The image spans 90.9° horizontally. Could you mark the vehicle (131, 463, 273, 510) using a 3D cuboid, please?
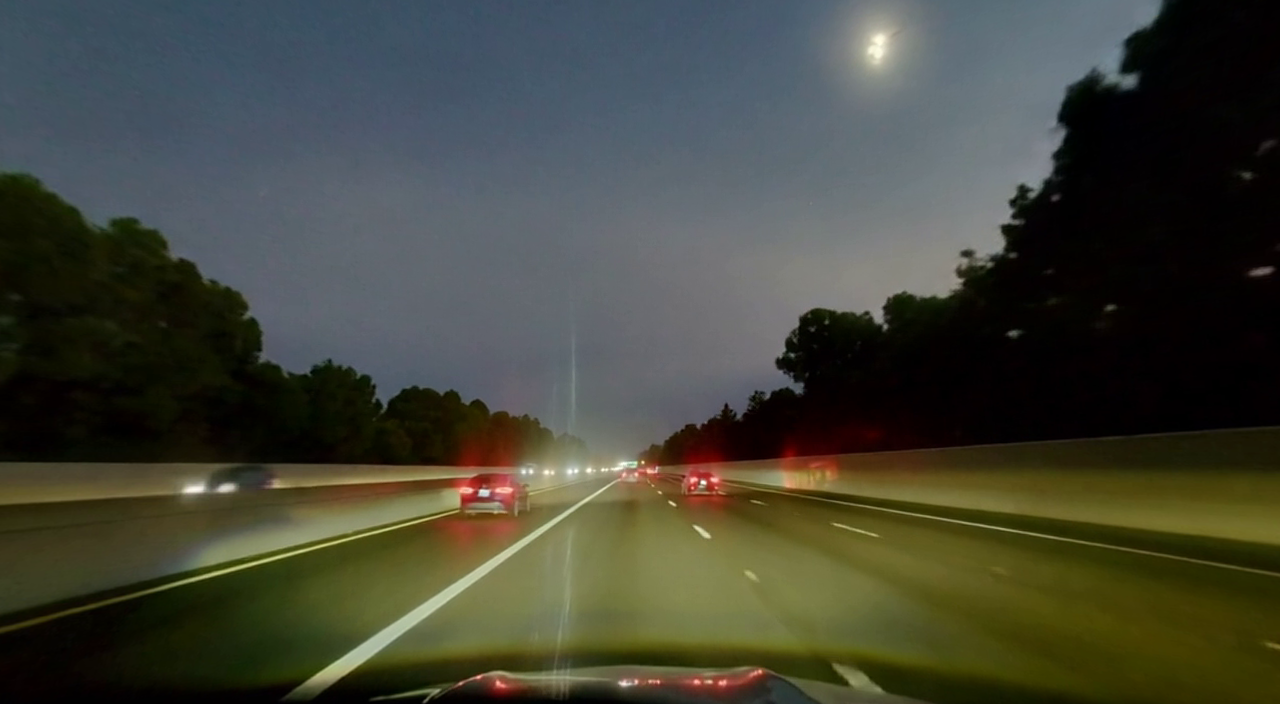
[{"bbox_3d":[-16.513,5.074,24.146,2.005,1.580,4.764,1,-11,-1],"label":"vehicle"}]

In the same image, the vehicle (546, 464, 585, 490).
[{"bbox_3d":[-4.532,7.668,38.896,2.000,1.484,3.995,1,-11,-1],"label":"vehicle"}]

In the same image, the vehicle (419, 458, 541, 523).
[{"bbox_3d":[-4.058,3.637,16.933,2.004,1.468,4.812,1,-11,0],"label":"vehicle"}]

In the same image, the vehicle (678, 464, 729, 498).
[{"bbox_3d":[3.017,6.289,30.918,1.981,1.516,4.109,1,-11,-1],"label":"vehicle"}]
